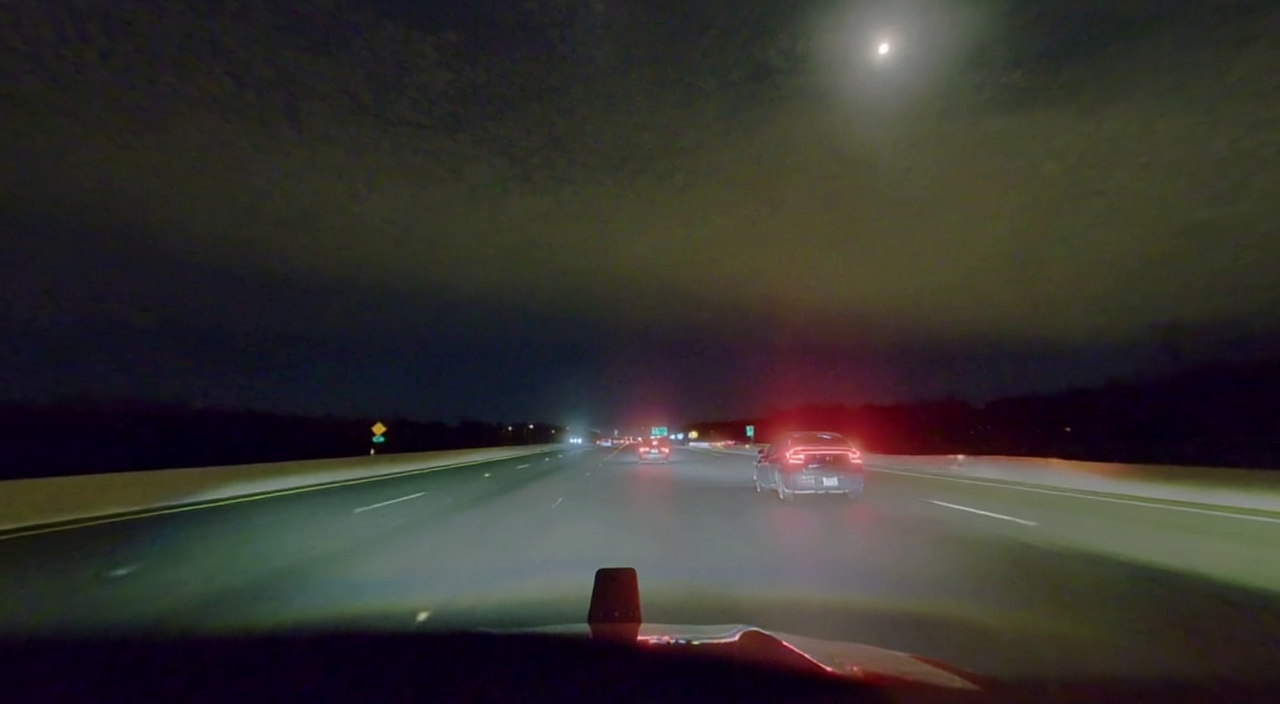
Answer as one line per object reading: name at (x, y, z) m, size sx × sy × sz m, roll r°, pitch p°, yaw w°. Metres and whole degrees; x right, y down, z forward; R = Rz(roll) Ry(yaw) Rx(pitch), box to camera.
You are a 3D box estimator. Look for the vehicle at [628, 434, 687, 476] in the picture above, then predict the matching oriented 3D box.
vehicle at (0.593, 3.920, 24.280) m, size 2.046 × 1.467 × 3.844 m, roll 0°, pitch -8°, yaw -2°
